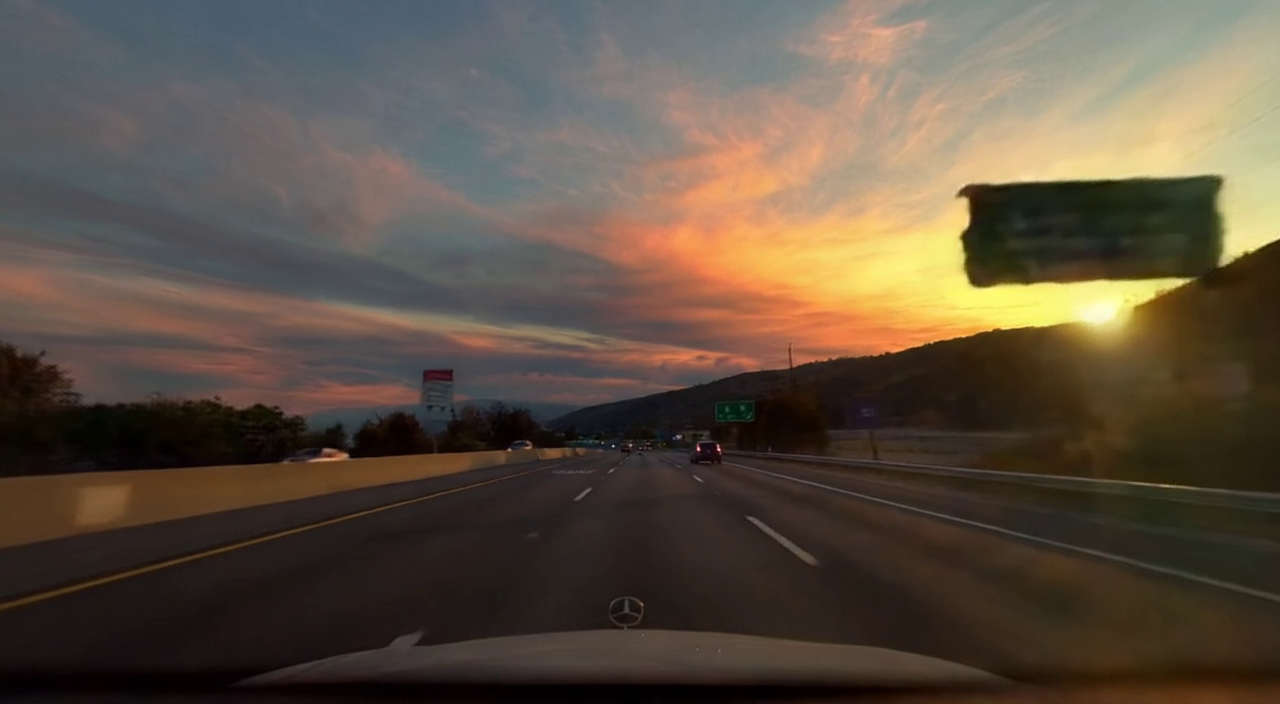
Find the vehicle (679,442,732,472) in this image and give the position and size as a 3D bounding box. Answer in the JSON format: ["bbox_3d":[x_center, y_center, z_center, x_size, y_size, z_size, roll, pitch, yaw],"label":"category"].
[{"bbox_3d":[3.345,5.463,33.028,2.193,1.462,4.533,0,-8,-1],"label":"vehicle"}]

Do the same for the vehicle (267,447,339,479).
[{"bbox_3d":[-21.435,7.055,40.364,1.997,1.864,4.728,0,-8,0],"label":"vehicle"}]
